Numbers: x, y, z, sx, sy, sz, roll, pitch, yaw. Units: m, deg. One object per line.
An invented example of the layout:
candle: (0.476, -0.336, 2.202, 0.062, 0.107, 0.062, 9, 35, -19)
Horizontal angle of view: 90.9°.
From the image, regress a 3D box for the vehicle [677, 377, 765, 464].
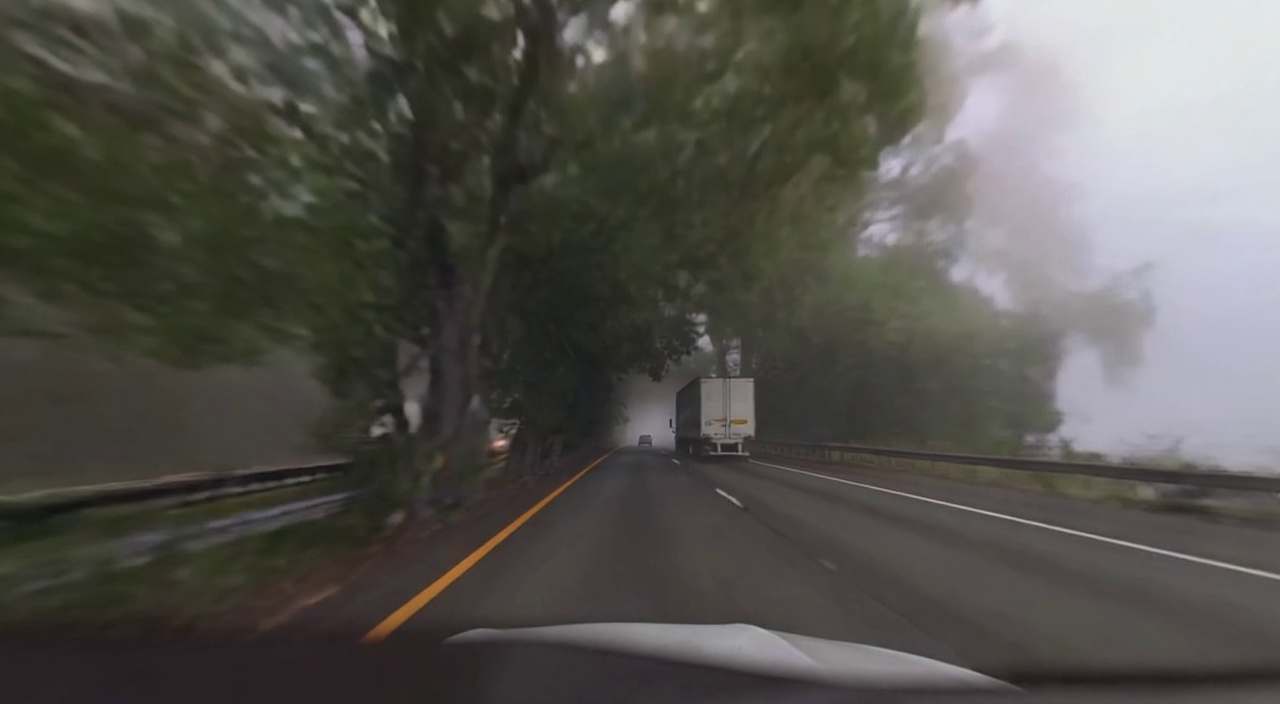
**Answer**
vehicle: (4.154, 4.082, 36.176, 2.951, 4.007, 13.976, 0, -7, -1)

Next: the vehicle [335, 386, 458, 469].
vehicle: (-13.357, 4.364, 35.934, 2.993, 4.037, 10.349, 0, -7, -1)
